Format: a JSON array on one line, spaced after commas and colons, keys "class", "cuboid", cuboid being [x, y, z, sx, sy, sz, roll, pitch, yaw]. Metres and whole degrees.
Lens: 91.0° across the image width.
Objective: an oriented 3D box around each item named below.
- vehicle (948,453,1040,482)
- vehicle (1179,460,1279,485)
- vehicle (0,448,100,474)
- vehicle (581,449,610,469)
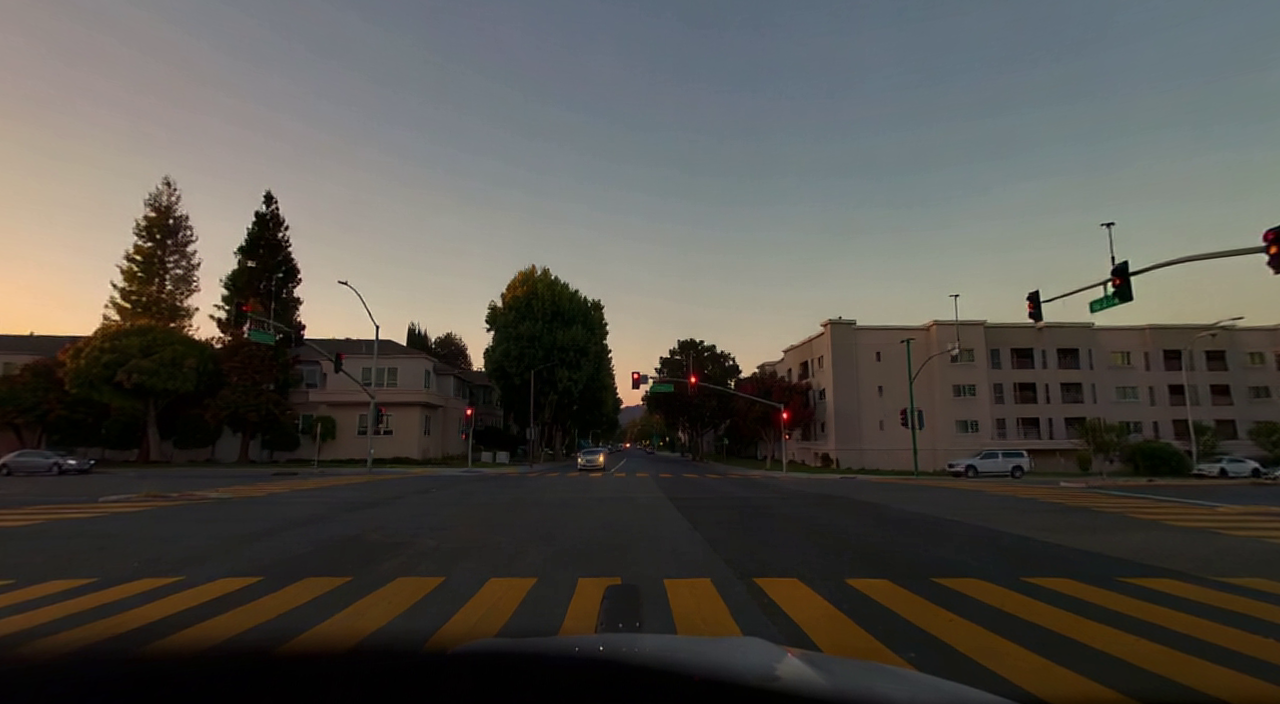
[{"class": "vehicle", "cuboid": [21.093, 6.876, 37.598, 4.447, 1.623, 1.801, 0, -9, -3]}, {"class": "vehicle", "cuboid": [36.210, 7.319, 38.313, 4.976, 1.428, 1.929, 0, -9, -2]}, {"class": "vehicle", "cuboid": [-35.143, 6.421, 37.180, 4.741, 1.447, 1.807, 0, -9, 0]}, {"class": "vehicle", "cuboid": [-3.455, 8.363, 49.215, 1.908, 1.441, 4.142, 0, -8, 1]}]
